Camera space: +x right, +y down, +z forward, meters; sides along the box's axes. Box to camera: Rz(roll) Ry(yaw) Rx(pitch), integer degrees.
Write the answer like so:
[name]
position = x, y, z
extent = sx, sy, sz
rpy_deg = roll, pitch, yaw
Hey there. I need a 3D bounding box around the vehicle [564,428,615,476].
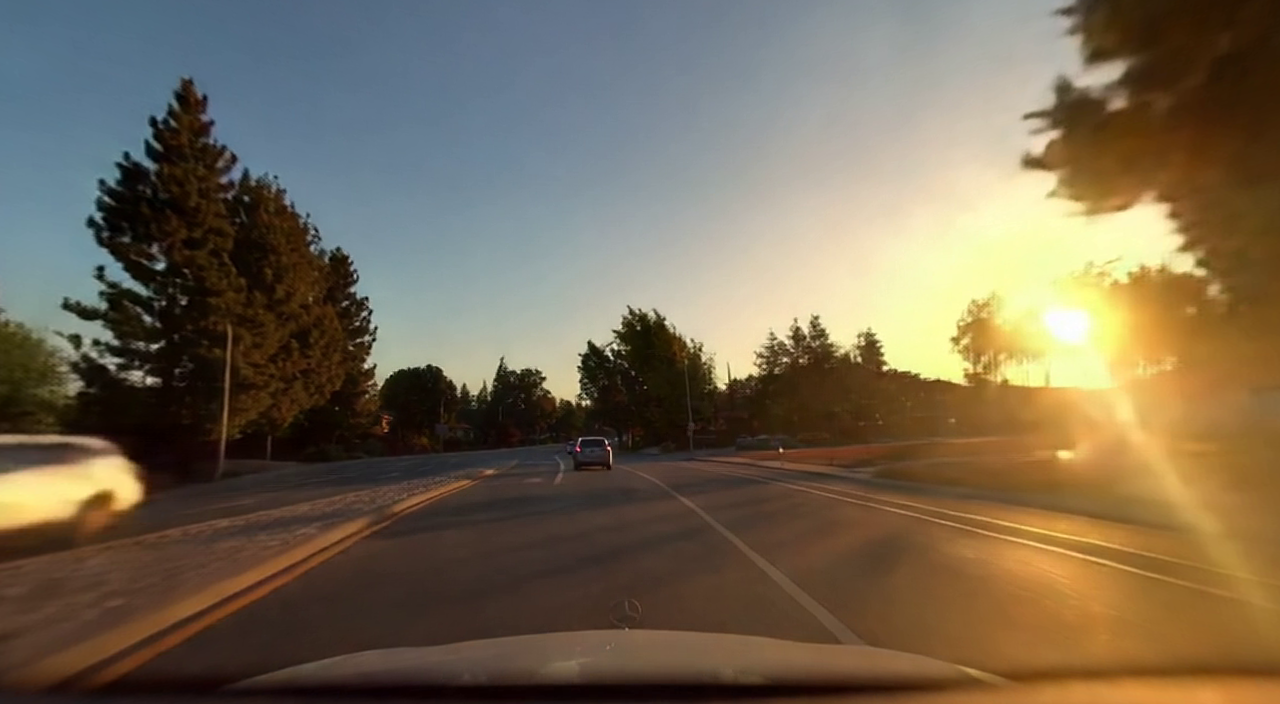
[vehicle]
position = -2.391, 4.582, 28.892
extent = 2.072, 2.002, 4.391
rpy_deg = 1, -8, -8
